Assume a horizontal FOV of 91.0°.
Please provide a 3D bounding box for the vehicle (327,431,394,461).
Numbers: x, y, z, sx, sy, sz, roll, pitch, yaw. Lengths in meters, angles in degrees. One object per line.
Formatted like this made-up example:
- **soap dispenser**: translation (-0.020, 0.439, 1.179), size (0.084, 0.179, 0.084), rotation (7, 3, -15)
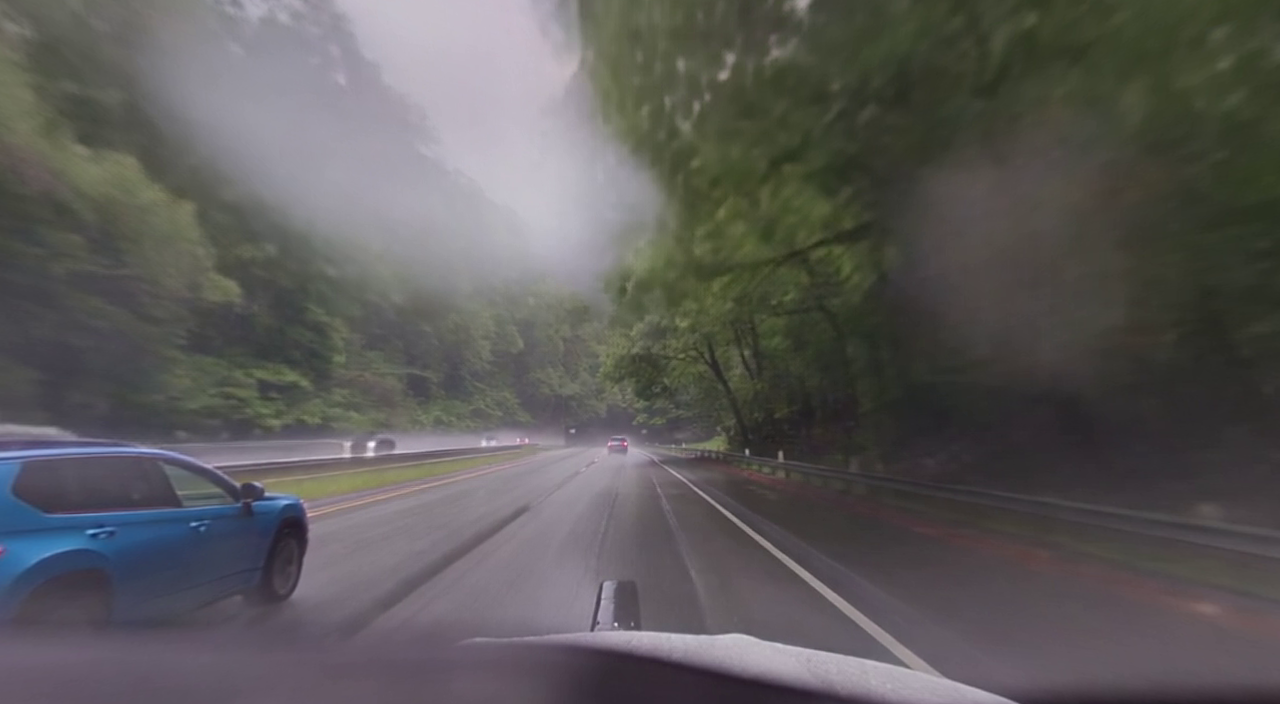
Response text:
- **vehicle**: translation (-16.068, 5.425, 36.408), size (1.890, 1.588, 4.437), rotation (0, -8, -1)

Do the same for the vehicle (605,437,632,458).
- **vehicle**: translation (-1.703, 7.496, 49.630), size (2.004, 1.515, 3.968), rotation (0, -8, -3)
